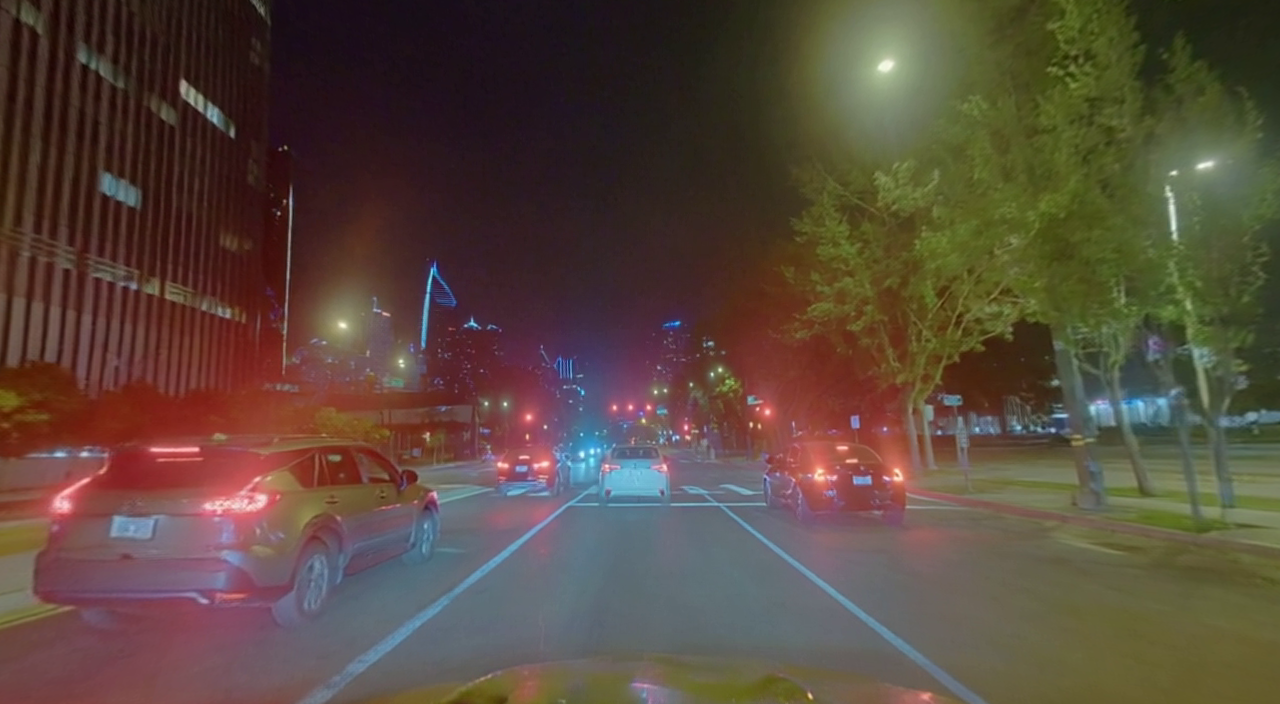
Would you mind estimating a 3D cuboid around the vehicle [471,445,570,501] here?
[{"bbox_3d":[-3.381,3.492,18.675,2.002,1.465,4.098,0,-8,2],"label":"vehicle"}]

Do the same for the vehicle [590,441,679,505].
[{"bbox_3d":[-0.170,3.151,16.861,2.101,1.480,3.929,0,-8,-1],"label":"vehicle"}]

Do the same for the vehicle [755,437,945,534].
[{"bbox_3d":[3.691,2.408,12.112,1.990,1.486,4.431,0,-8,-2],"label":"vehicle"}]

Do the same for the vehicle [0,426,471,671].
[{"bbox_3d":[-3.305,1.535,6.130,2.038,1.481,4.379,0,-8,1],"label":"vehicle"}]

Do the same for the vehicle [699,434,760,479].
[{"bbox_3d":[4.205,5.040,30.658,2.142,1.957,5.443,0,-8,0],"label":"vehicle"}]
